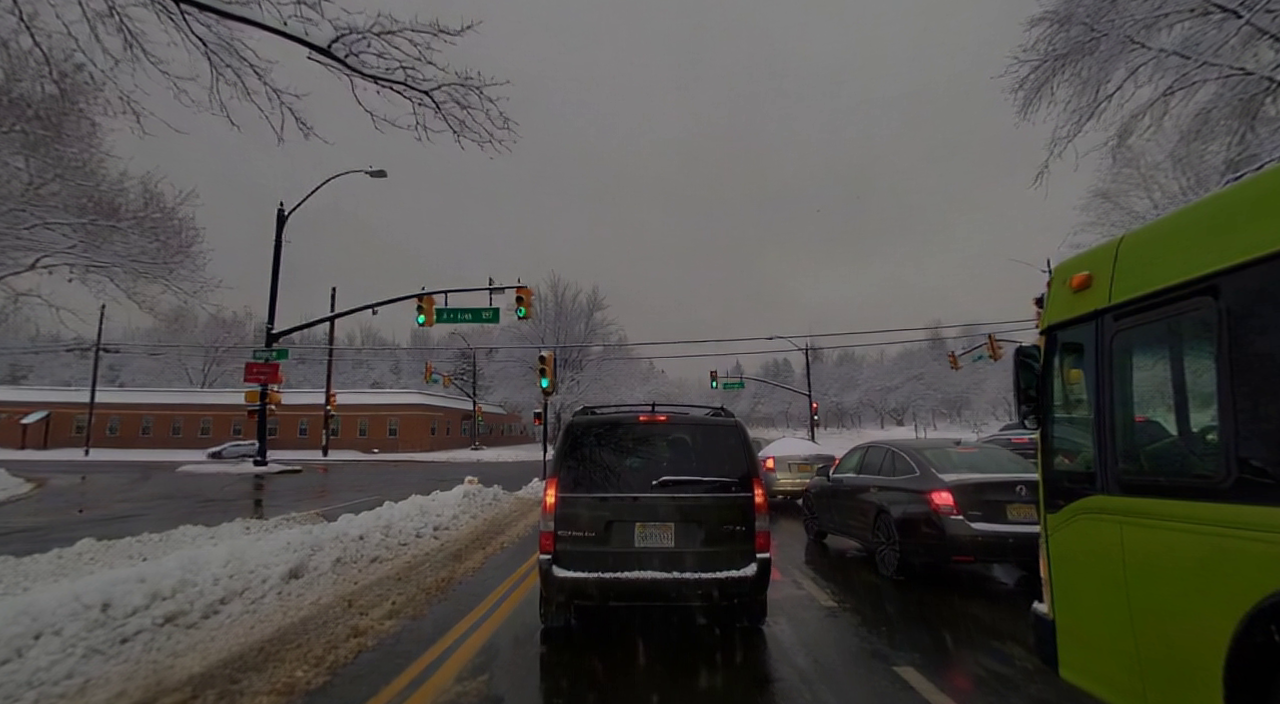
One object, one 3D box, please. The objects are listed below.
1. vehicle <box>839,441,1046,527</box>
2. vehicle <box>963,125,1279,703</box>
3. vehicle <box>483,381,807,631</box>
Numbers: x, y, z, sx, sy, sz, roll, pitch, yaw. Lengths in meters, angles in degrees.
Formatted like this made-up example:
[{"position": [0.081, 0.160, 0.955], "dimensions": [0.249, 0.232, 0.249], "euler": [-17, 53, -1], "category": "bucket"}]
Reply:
[{"position": [5.982, 2.635, 13.237], "dimensions": [1.987, 1.457, 4.675], "euler": [0, -8, -1], "category": "vehicle"}, {"position": [2.609, 0.315, 0.441], "dimensions": [2.037, 2.065, 5.037], "euler": [0, -8, 0], "category": "vehicle"}, {"position": [0.012, 1.473, 7.022], "dimensions": [2.381, 1.842, 4.603], "euler": [0, -8, -1], "category": "vehicle"}]
